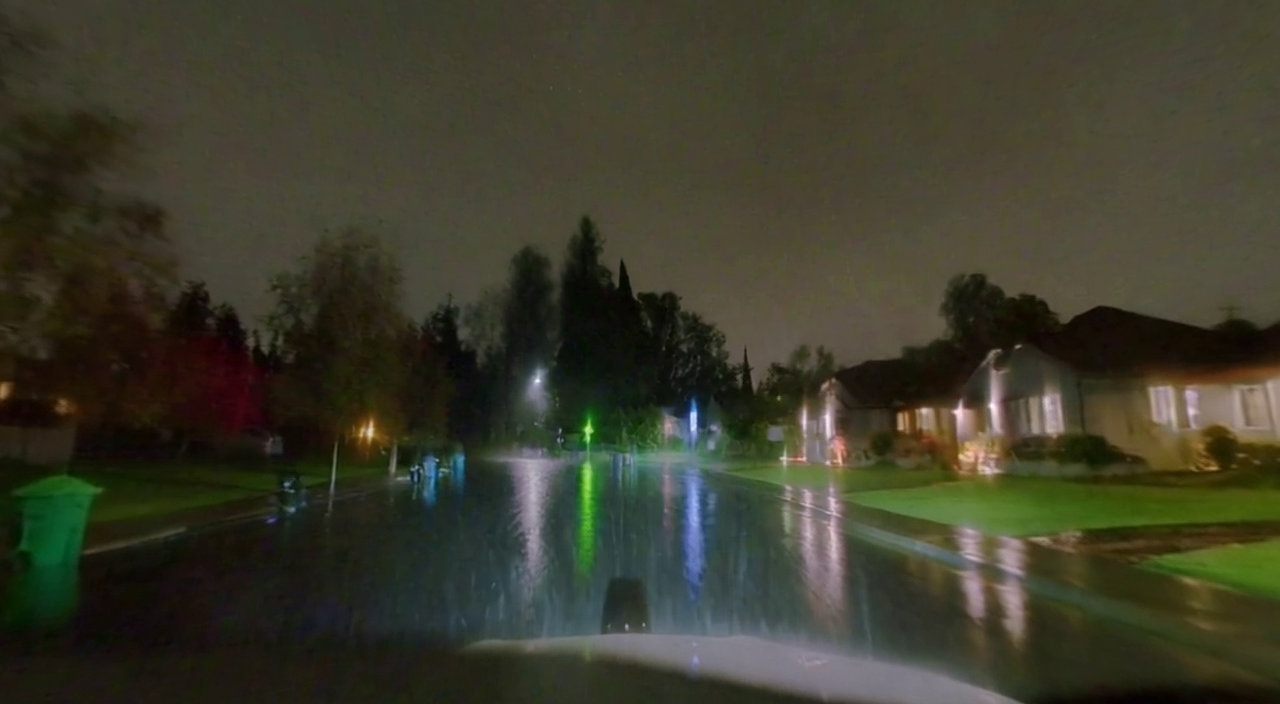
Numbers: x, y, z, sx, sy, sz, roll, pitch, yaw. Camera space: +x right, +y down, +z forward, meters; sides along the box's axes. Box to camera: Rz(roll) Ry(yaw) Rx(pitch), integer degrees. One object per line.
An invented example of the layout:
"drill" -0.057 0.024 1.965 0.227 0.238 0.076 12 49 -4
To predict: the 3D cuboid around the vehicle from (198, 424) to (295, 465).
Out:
"vehicle" -20.077 4.756 32.500 2.407 1.912 5.091 1 -9 -10
